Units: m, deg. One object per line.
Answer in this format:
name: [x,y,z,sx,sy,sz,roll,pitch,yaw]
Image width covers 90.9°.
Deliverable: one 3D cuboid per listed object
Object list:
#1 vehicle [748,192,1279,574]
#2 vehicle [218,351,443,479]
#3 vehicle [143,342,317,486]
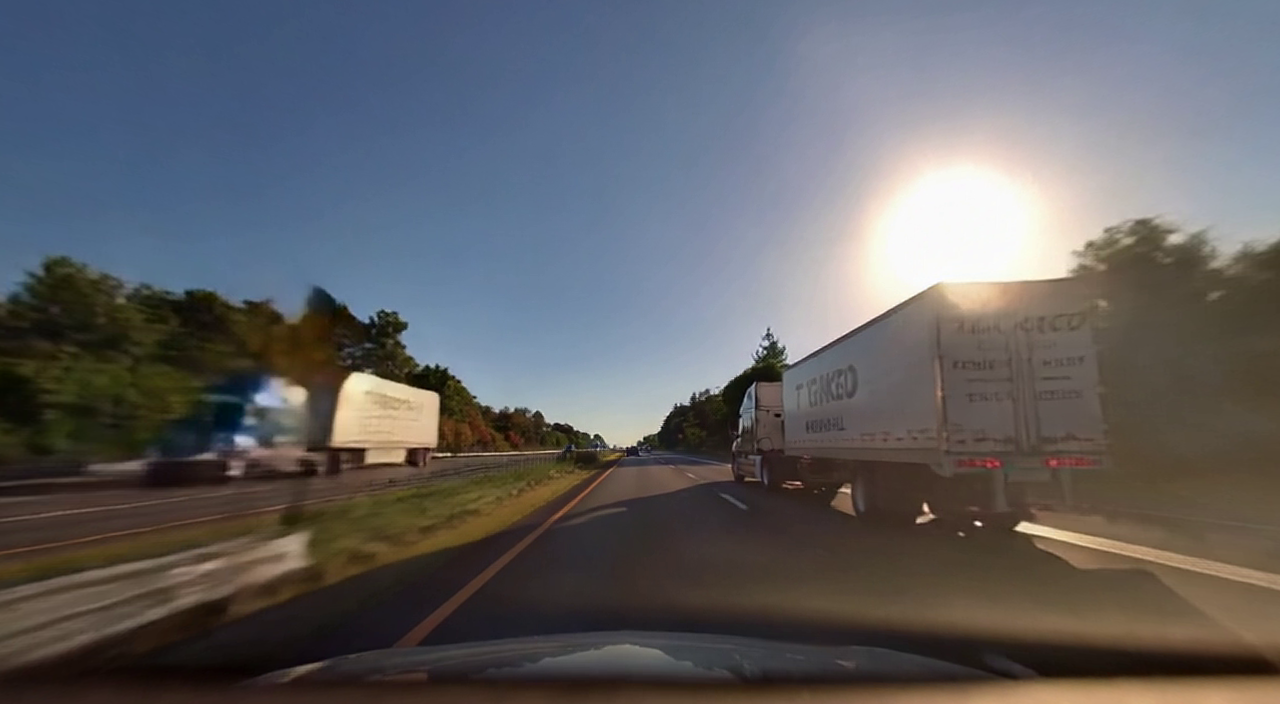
vehicle: [5.211,1.340,13.767,2.983,4.030,14.444,0,-9,-1]
vehicle: [-12.601,3.149,28.201,3.221,4.368,13.553,0,-9,0]
vehicle: [-12.584,1.978,19.694,3.266,4.192,2.746,0,-9,0]
